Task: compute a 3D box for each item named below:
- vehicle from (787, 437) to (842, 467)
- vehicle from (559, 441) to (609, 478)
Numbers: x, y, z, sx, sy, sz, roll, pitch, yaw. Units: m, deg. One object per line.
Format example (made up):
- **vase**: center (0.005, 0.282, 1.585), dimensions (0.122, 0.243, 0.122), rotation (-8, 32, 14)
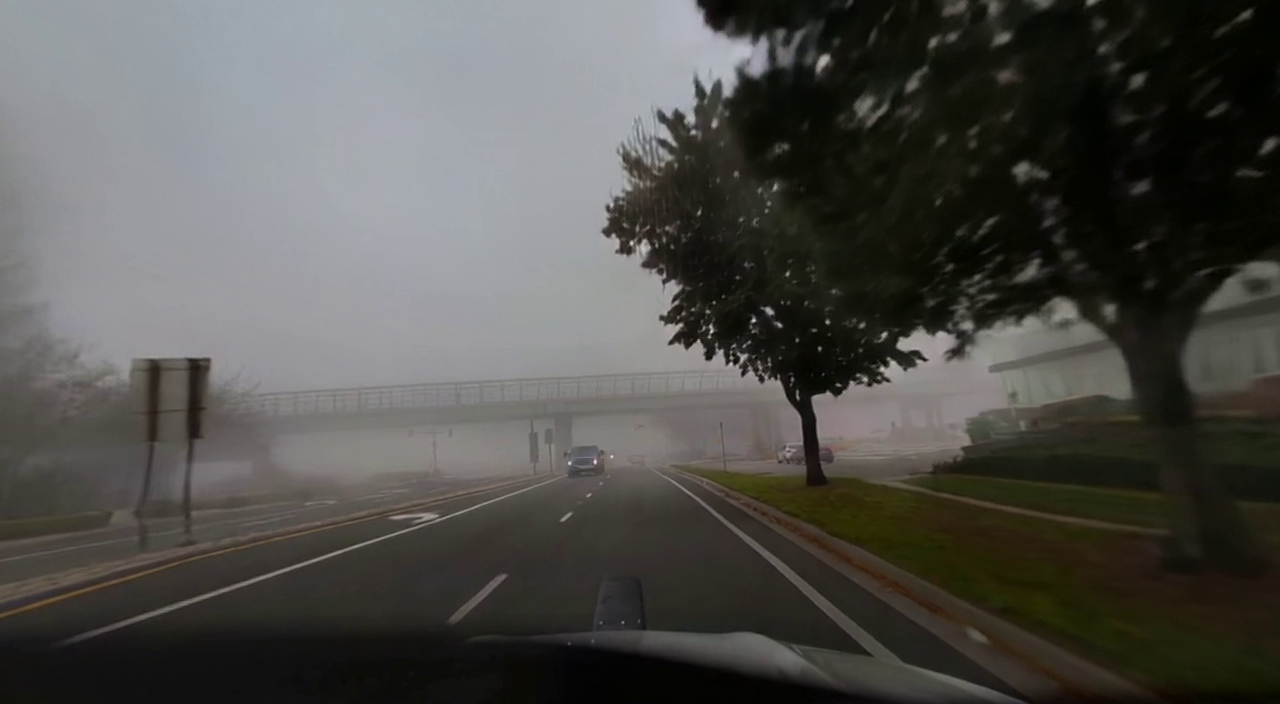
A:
- **vehicle**: center (11.355, 6.552, 41.176), dimensions (2.051, 1.534, 4.466), rotation (-10, -9, -1)
- **vehicle**: center (-4.016, 7.848, 46.233), dimensions (2.967, 2.369, 6.635), rotation (-2, -9, 0)
